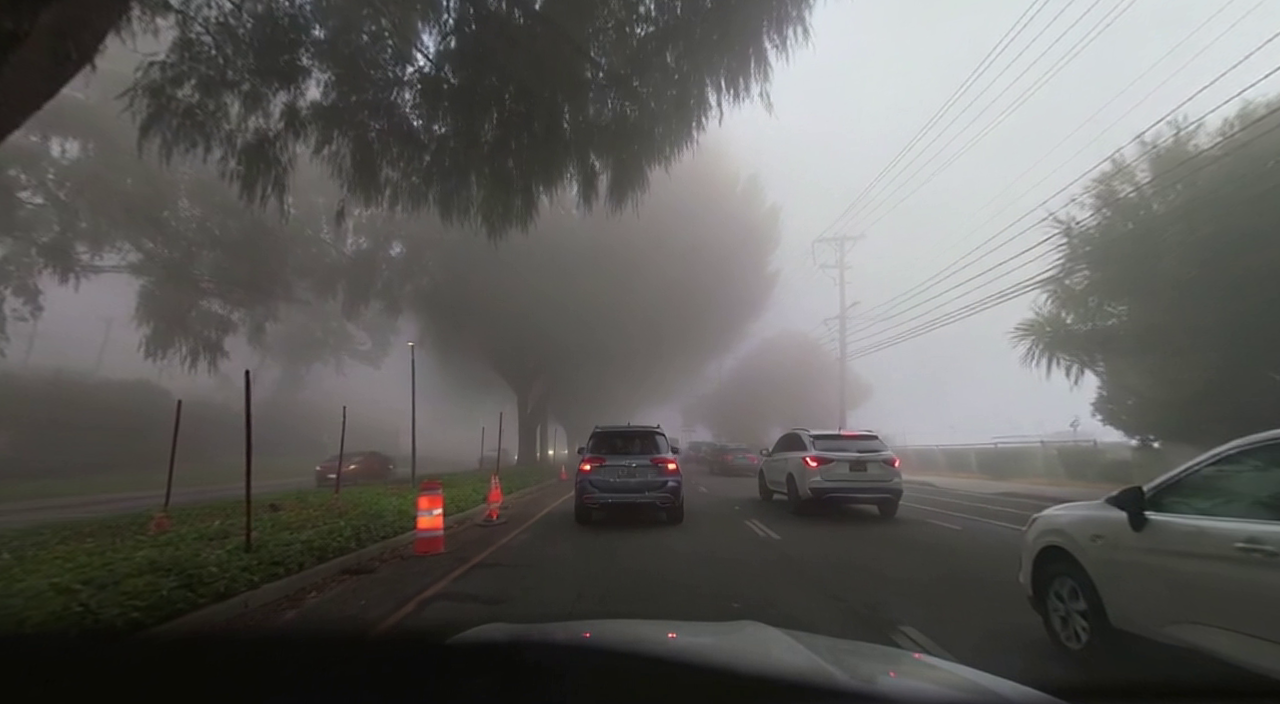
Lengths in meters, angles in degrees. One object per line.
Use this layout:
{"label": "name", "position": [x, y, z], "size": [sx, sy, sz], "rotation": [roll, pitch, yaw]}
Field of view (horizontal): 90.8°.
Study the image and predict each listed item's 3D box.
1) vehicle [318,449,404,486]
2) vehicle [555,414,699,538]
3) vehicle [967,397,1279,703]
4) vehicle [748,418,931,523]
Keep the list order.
{"label": "vehicle", "position": [-12.345, 5.119, 28.282], "size": [1.836, 1.451, 4.456], "rotation": [0, -8, 0]}
{"label": "vehicle", "position": [-0.238, 2.062, 11.107], "size": [2.050, 1.745, 3.915], "rotation": [0, -8, -1]}
{"label": "vehicle", "position": [3.425, 0.891, 2.331], "size": [1.977, 1.460, 4.565], "rotation": [0, -8, 0]}
{"label": "vehicle", "position": [3.788, 2.341, 13.076], "size": [2.116, 1.726, 4.672], "rotation": [0, -8, -2]}
